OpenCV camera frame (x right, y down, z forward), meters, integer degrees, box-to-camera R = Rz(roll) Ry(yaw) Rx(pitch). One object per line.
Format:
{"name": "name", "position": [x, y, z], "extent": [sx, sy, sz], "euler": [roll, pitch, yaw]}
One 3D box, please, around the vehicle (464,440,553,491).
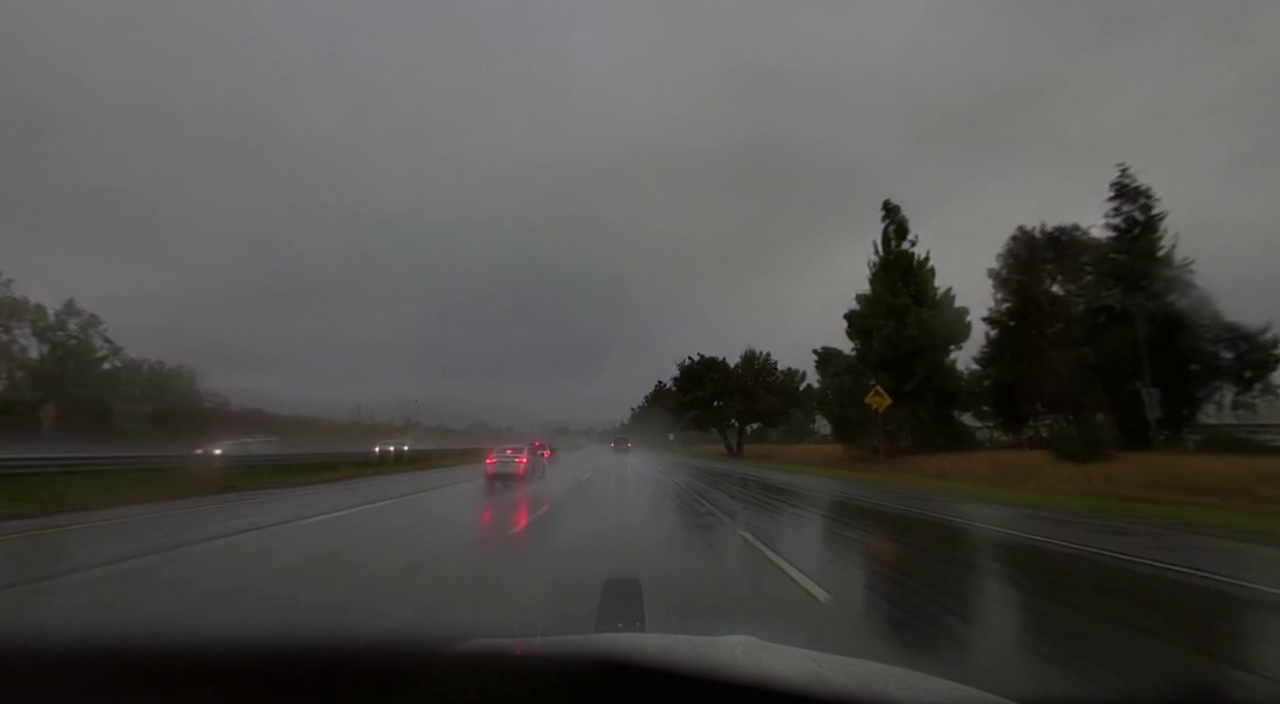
{"name": "vehicle", "position": [-4.315, 3.813, 21.539], "extent": [2.073, 1.516, 4.478], "euler": [0, -9, 0]}

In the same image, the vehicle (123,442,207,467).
{"name": "vehicle", "position": [-29.551, 6.386, 39.495], "extent": [1.835, 1.467, 4.491], "euler": [0, -9, -1]}
